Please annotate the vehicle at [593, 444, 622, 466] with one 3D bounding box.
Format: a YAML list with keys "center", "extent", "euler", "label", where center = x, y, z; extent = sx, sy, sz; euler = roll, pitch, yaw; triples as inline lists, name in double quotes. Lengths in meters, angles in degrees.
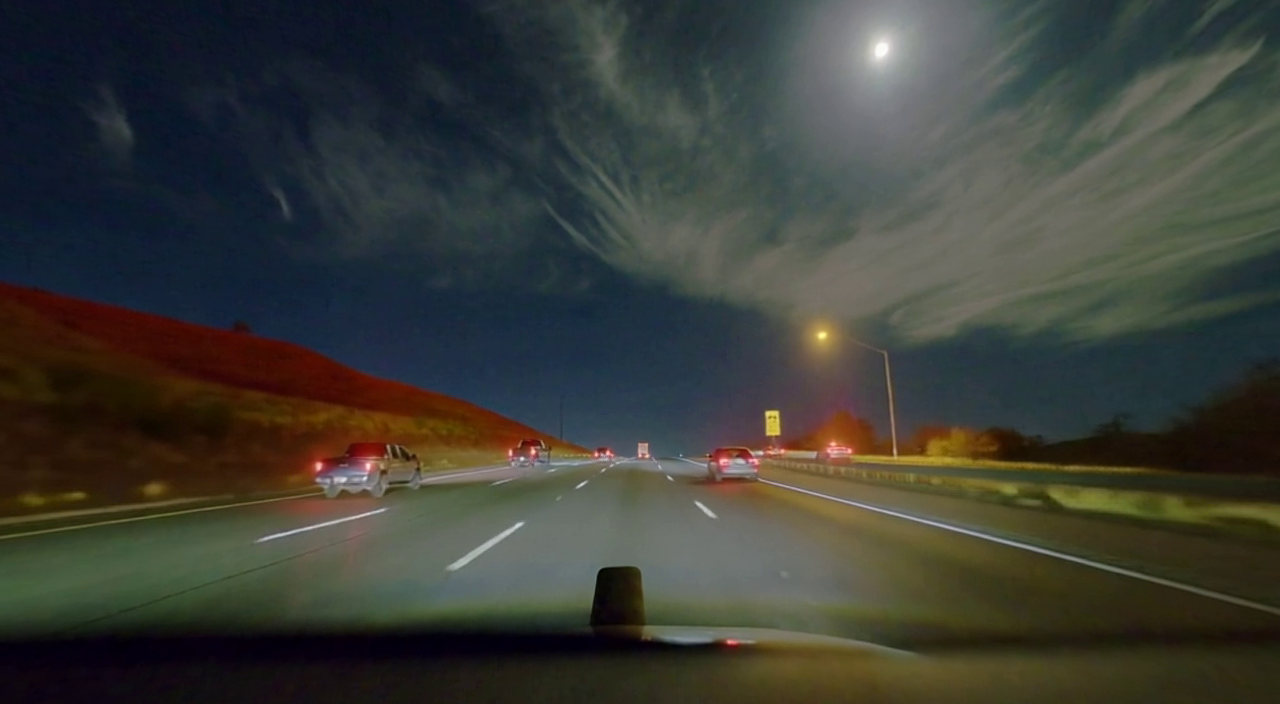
- center: [-2.498, 8.040, 49.272]
  extent: [2.009, 1.593, 4.378]
  euler: [0, -9, 0]
  label: "vehicle"

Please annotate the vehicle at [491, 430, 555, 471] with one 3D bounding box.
- center: [-7.689, 6.636, 42.344]
  extent: [2.937, 2.509, 7.090]
  euler: [0, -9, 0]
  label: "vehicle"

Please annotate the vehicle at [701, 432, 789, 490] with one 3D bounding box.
- center: [3.528, 3.778, 22.161]
  extent: [2.231, 1.789, 4.700]
  euler: [0, -9, 0]
  label: "vehicle"

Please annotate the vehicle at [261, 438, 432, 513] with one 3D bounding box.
- center: [-6.915, 2.943, 15.558]
  extent: [1.935, 1.550, 4.883]
  euler: [0, -9, -1]
  label: "vehicle"
